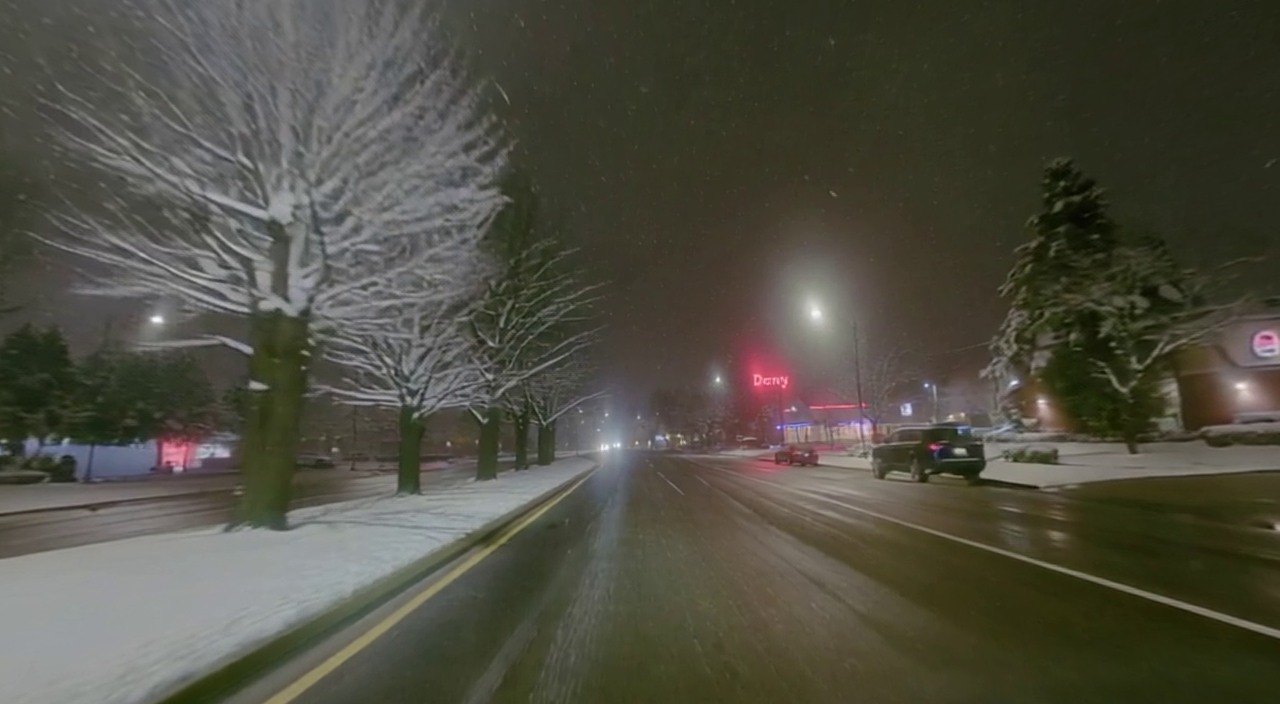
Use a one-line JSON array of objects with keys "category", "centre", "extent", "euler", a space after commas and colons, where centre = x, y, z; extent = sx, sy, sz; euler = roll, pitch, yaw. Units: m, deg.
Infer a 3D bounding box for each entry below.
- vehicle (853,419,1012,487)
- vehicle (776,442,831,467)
[{"category": "vehicle", "centre": [10.214, 3.618, 22.892], "extent": [2.610, 2.072, 5.985], "euler": [0, -8, -3]}, {"category": "vehicle", "centre": [10.102, 6.380, 39.355], "extent": [2.034, 1.437, 4.728], "euler": [0, -8, -2]}]
